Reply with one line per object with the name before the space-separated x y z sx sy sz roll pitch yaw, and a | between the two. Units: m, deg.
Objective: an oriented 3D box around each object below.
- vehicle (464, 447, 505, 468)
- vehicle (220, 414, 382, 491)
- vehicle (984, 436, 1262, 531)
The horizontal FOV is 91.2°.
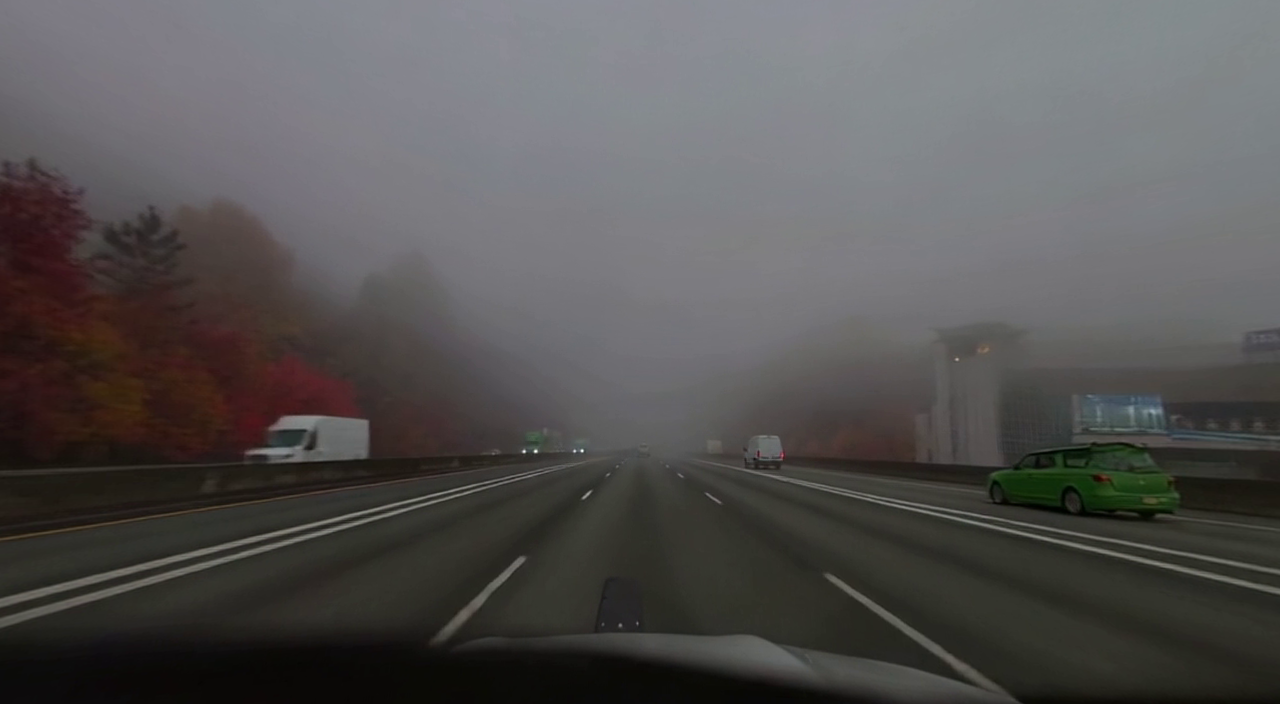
vehicle | -11.977 8.135 48.506 1.918 1.504 4.582 0 -9 1
vehicle | -12.079 3.676 23.127 2.376 2.426 6.323 0 -9 0
vehicle | 8.915 2.425 12.156 1.874 1.494 4.082 1 -9 -5
